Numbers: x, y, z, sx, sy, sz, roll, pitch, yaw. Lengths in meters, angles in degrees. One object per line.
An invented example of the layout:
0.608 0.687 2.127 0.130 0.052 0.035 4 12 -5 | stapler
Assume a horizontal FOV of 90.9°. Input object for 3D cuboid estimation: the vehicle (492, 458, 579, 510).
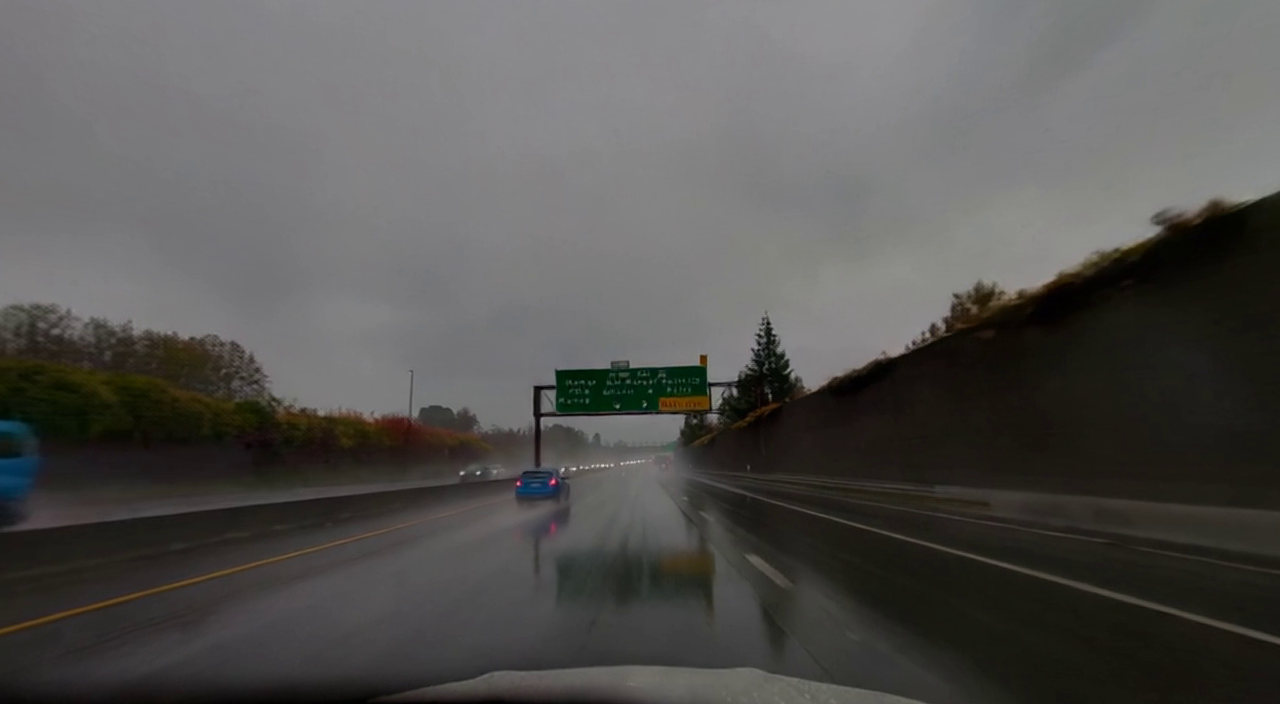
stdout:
-3.302 4.321 20.920 2.045 1.487 4.582 1 -10 0 | vehicle
